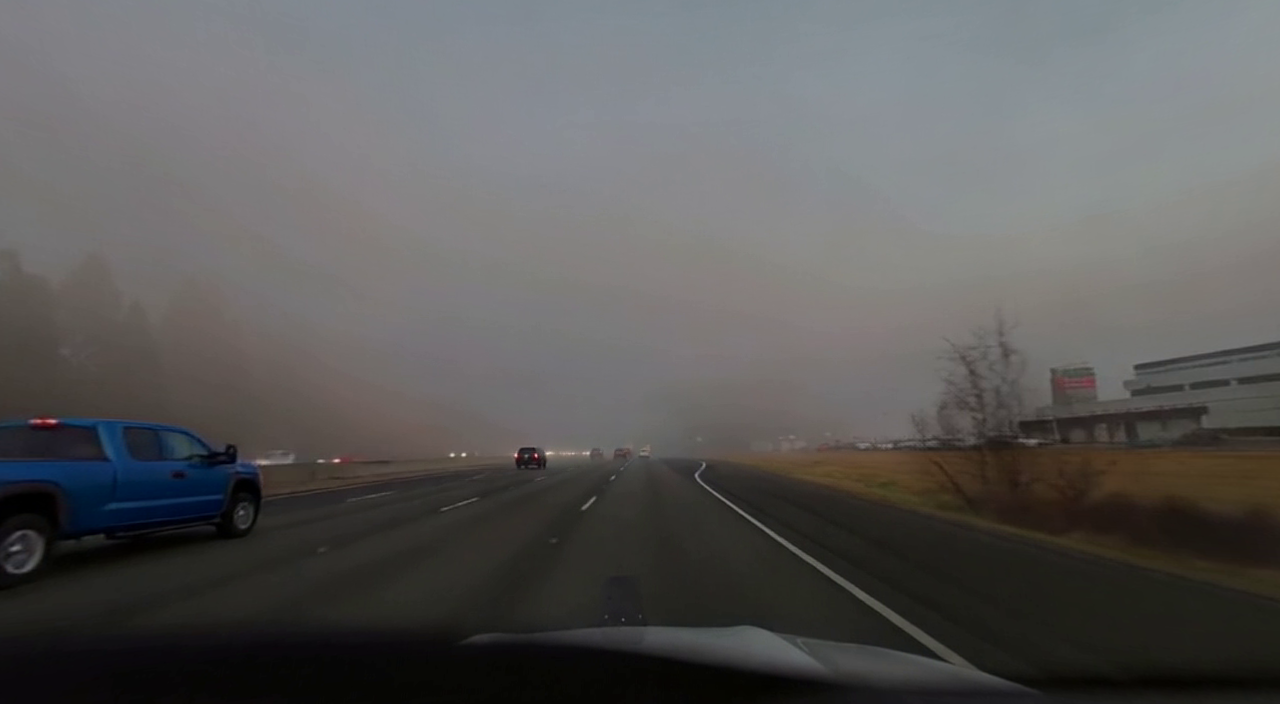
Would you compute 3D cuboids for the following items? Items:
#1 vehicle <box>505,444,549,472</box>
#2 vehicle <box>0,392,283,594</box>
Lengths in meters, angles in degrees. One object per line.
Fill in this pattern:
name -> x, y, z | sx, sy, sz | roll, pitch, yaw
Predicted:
vehicle -> -7.274, 6.825, 40.994 | 2.021, 1.699, 4.324 | 0, -8, 1
vehicle -> -7.203, 1.602, 7.726 | 2.156, 1.911, 5.956 | 0, -8, 0
